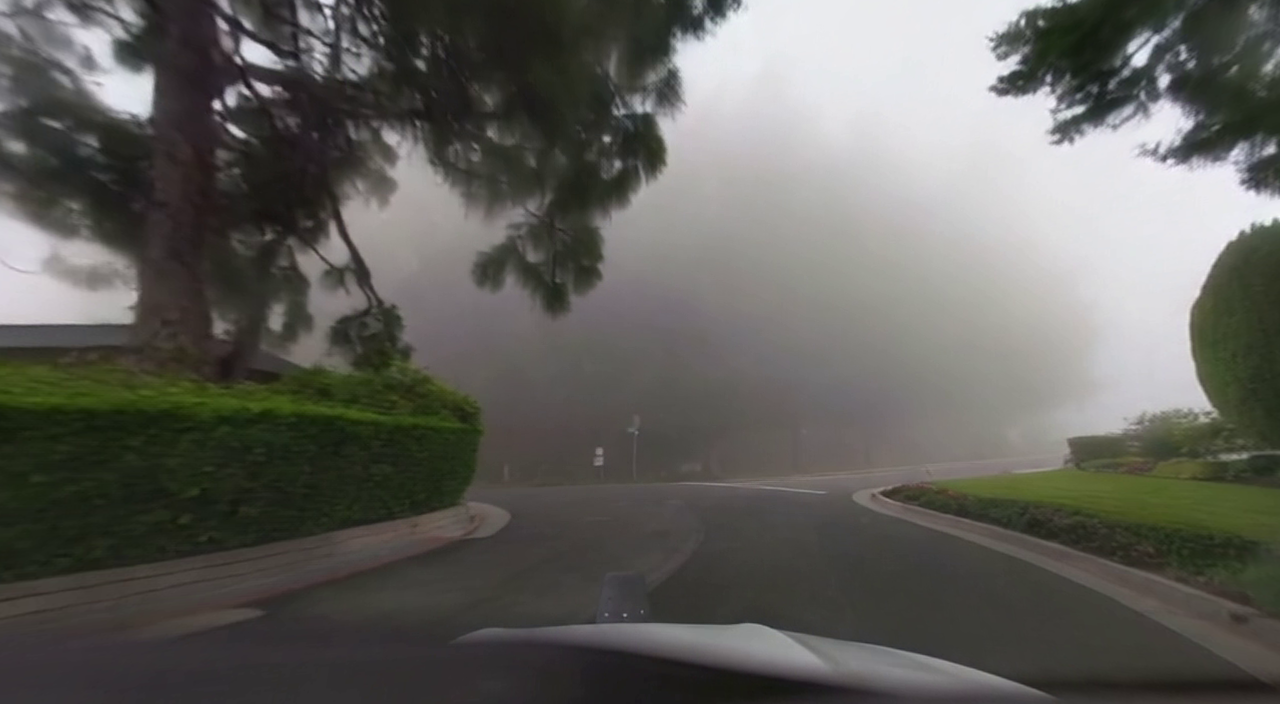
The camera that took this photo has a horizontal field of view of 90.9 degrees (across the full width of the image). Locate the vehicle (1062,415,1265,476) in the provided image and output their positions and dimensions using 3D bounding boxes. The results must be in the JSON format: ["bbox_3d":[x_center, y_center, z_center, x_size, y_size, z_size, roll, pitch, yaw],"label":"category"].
[{"bbox_3d":[16.791,3.071,20.673,2.023,1.756,4.799,2,-9,-10],"label":"vehicle"}]

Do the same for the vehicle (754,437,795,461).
[{"bbox_3d":[9.487,6.846,44.693,1.802,1.548,3.501,3,-8,-7],"label":"vehicle"}]
